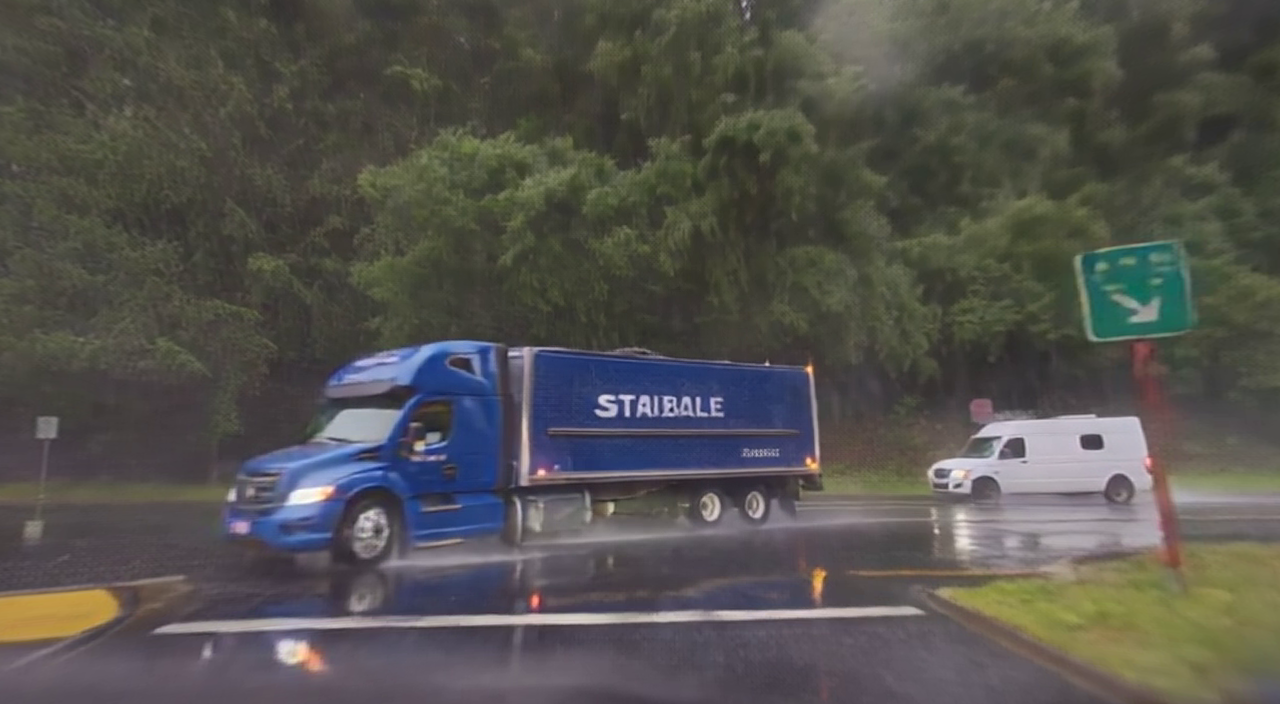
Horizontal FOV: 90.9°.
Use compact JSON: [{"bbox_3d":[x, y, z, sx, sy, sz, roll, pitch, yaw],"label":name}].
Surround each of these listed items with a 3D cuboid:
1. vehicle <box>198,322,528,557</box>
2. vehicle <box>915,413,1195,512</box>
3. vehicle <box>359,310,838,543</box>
[{"bbox_3d":[-4.652,1.509,10.950,4.552,3.175,2.847,5,-10,-31],"label":"vehicle"},{"bbox_3d":[10.942,2.925,16.981,5.923,2.424,2.247,0,-9,-4],"label":"vehicle"},{"bbox_3d":[-0.410,1.656,13.438,9.765,3.622,2.740,5,-10,-29],"label":"vehicle"}]
